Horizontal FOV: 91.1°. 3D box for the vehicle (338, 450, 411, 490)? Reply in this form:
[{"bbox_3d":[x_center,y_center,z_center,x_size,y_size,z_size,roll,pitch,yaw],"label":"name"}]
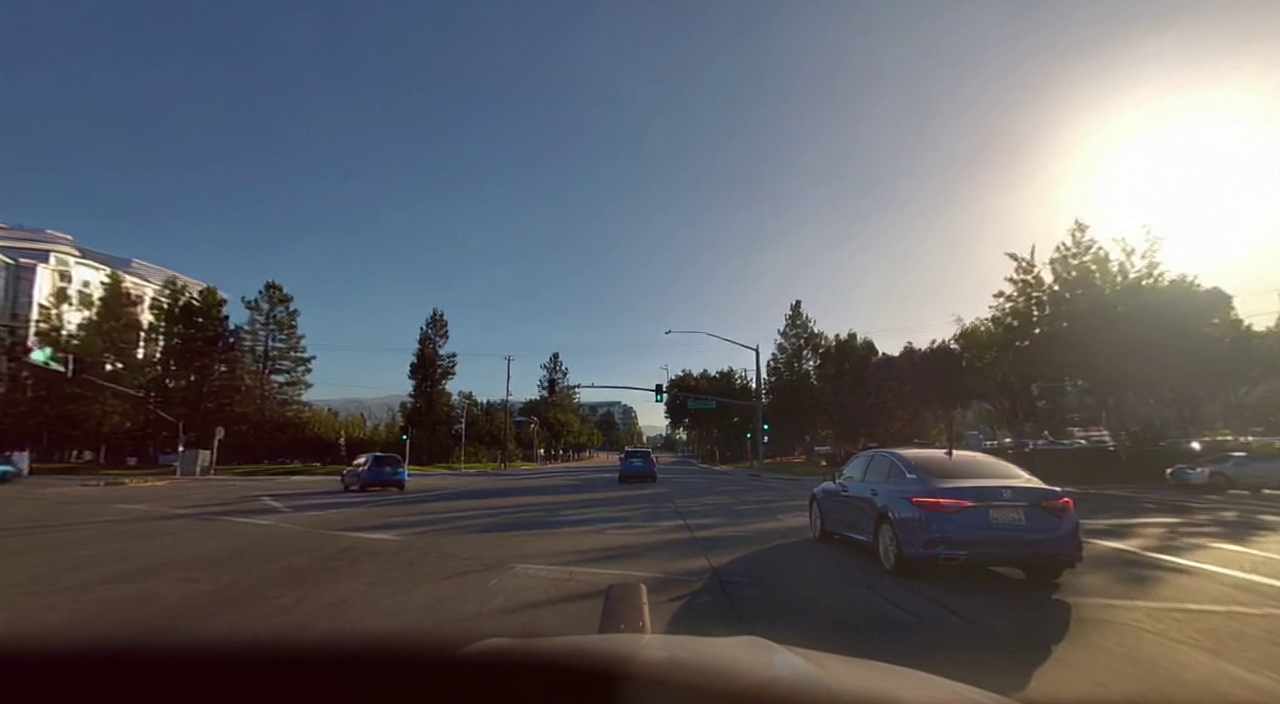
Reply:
[{"bbox_3d":[-12.080,5.275,28.438,1.987,1.633,4.005,7,-11,-37],"label":"vehicle"}]

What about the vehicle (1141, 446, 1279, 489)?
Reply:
[{"bbox_3d":[23.452,4.584,25.149,4.705,1.631,2.053,-2,-9,16],"label":"vehicle"}]

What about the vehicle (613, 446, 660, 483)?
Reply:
[{"bbox_3d":[-0.166,5.471,30.853,2.108,1.654,4.235,0,-8,0],"label":"vehicle"}]

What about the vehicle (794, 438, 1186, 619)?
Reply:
[{"bbox_3d":[3.452,1.798,7.496,2.056,1.468,4.520,0,-8,0],"label":"vehicle"}]
